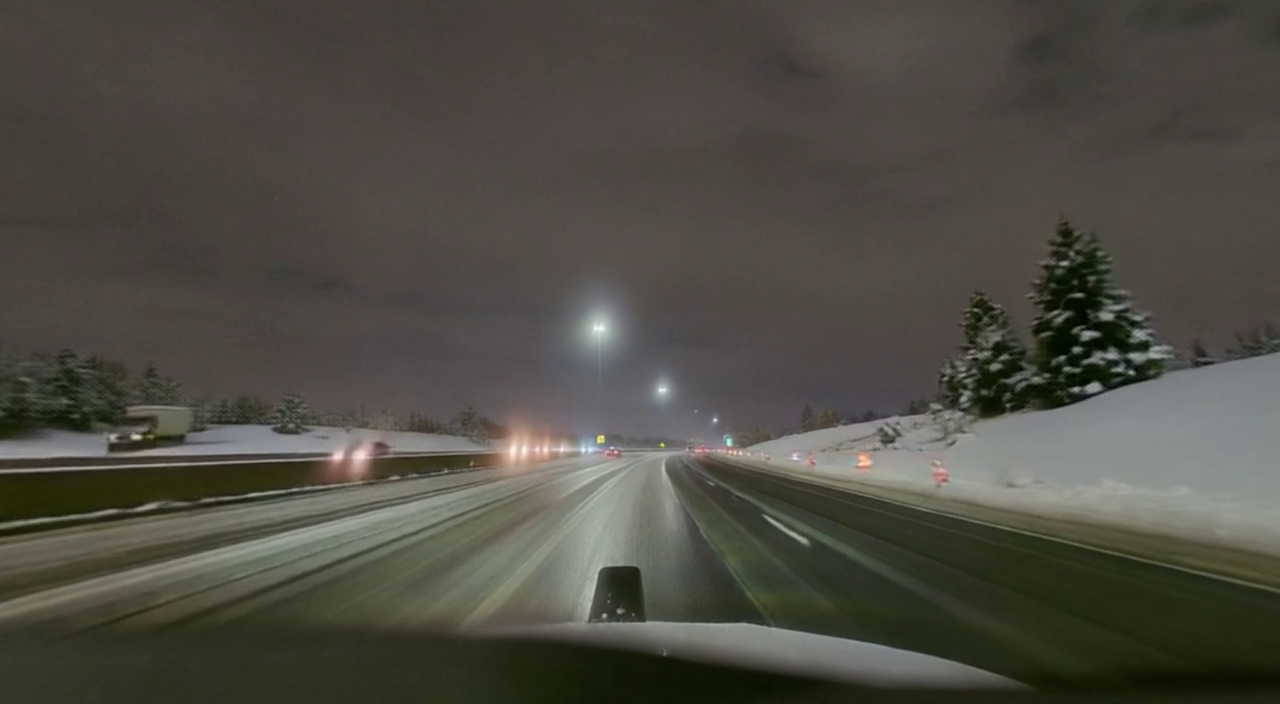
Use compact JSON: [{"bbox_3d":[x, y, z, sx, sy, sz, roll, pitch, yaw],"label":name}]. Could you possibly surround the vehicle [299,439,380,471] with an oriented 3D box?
[{"bbox_3d":[-15.215,5.231,32.117,1.931,1.525,4.044,-1,-9,3],"label":"vehicle"}]
